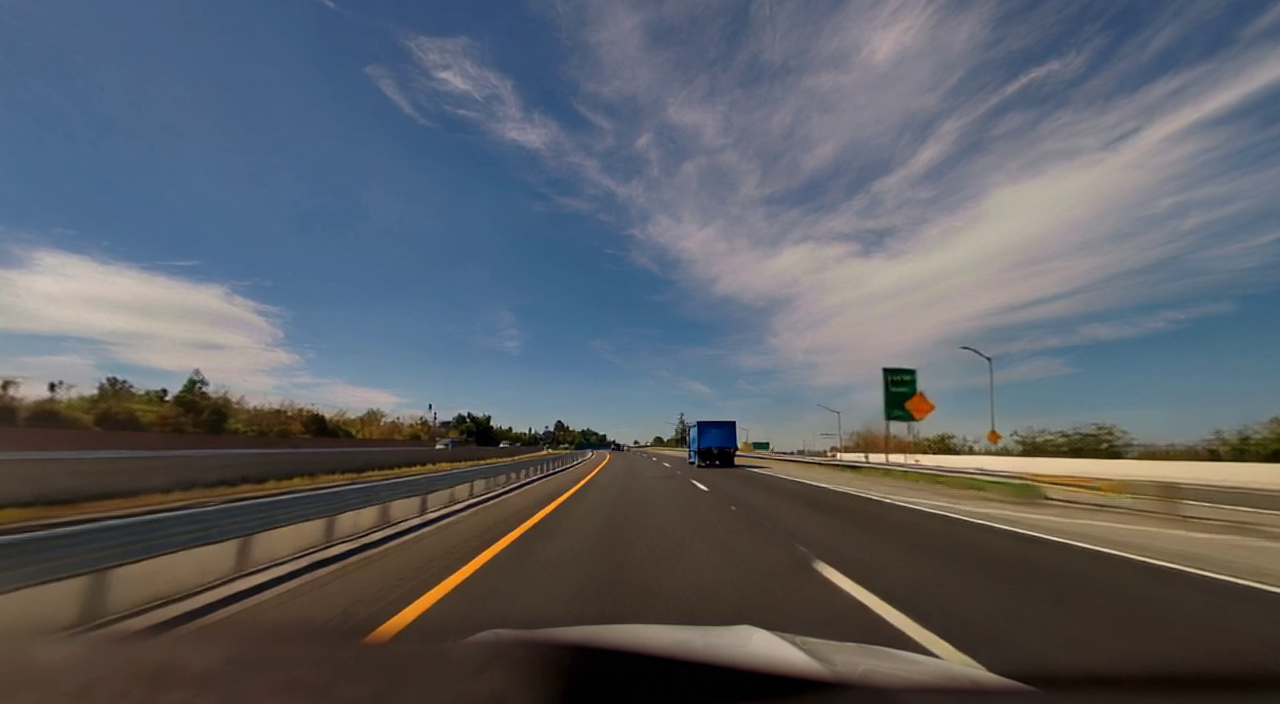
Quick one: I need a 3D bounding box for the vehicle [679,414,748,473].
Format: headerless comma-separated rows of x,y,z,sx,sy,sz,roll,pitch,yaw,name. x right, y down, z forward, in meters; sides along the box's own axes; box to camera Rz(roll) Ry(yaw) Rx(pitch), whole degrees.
3.359,4.374,30.200,2.430,2.495,6.062,0,-8,-1,vehicle
